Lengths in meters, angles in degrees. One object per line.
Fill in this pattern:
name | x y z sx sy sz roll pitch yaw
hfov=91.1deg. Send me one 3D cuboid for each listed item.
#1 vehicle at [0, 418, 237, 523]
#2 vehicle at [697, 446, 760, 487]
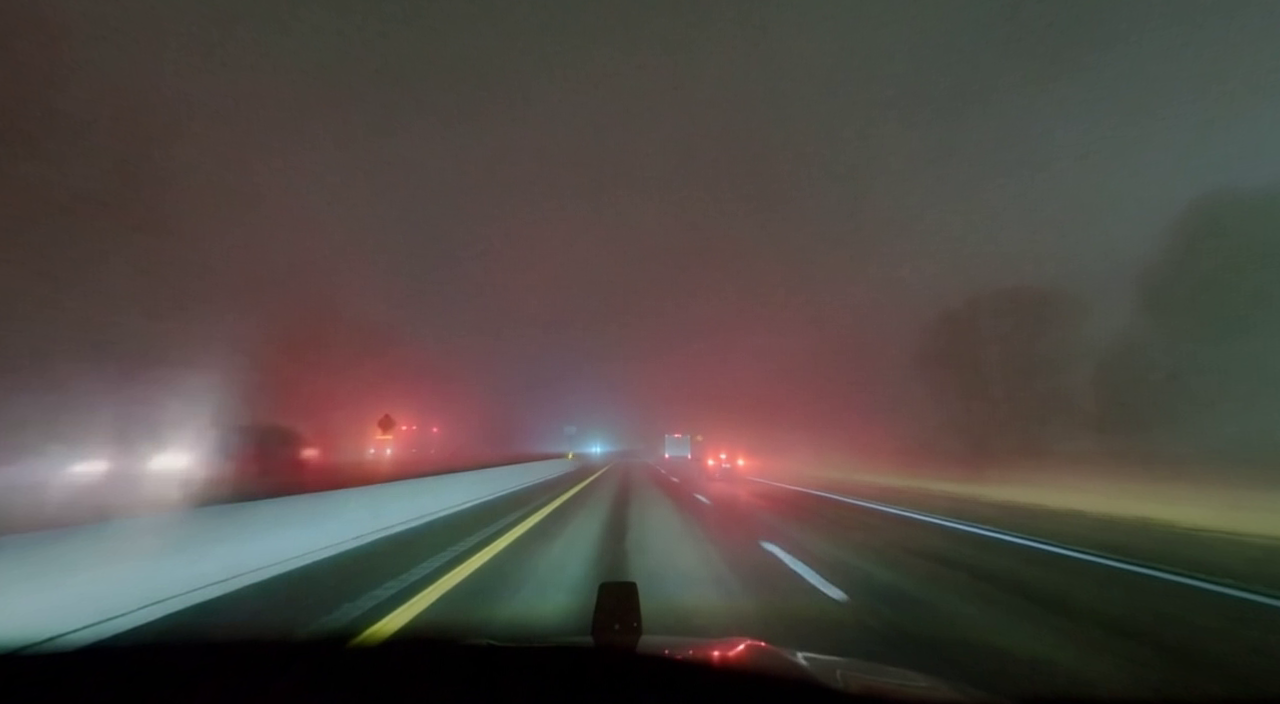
vehicle | -9.397 2.028 11.118 1.876 1.500 3.973 0 -9 0
vehicle | 3.446 4.519 25.084 1.836 1.459 3.766 0 -9 -2
